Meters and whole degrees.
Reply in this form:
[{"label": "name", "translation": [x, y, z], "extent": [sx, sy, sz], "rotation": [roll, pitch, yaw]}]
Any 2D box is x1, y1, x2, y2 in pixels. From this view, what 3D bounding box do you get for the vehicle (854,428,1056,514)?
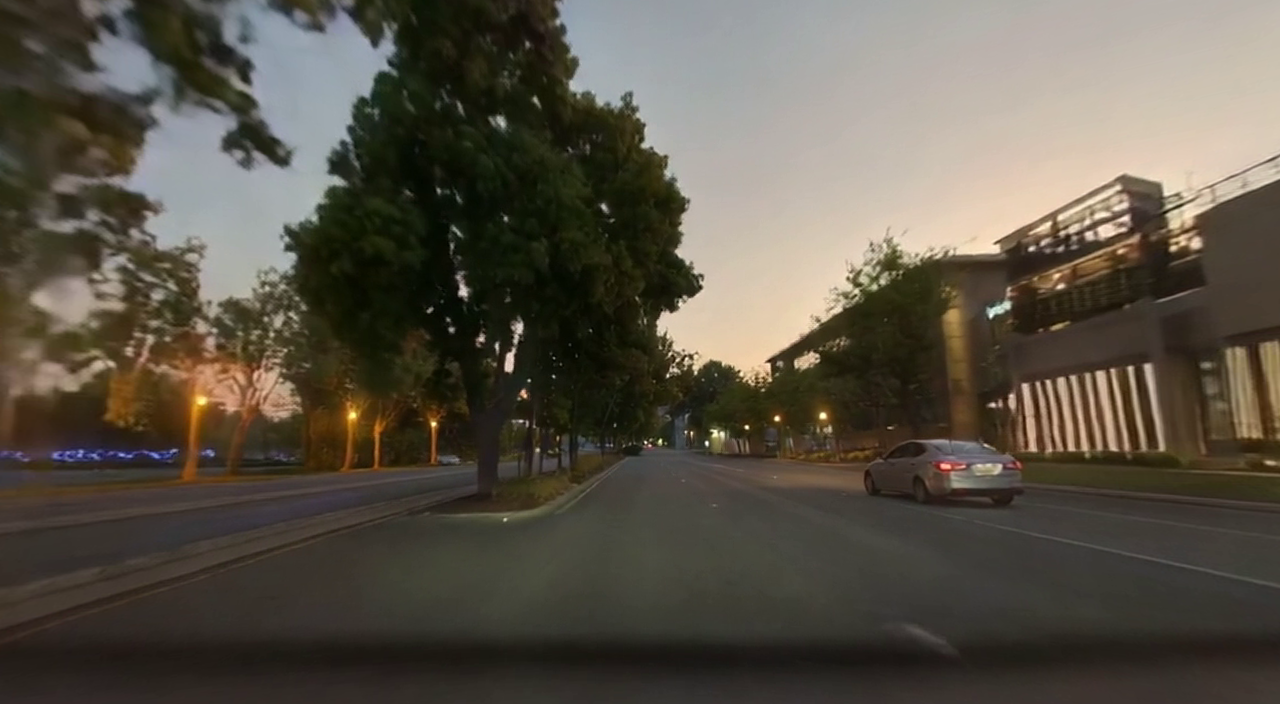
[{"label": "vehicle", "translation": [6.452, 2.490, 13.731], "extent": [1.913, 1.504, 4.738], "rotation": [0, -9, -1]}]
